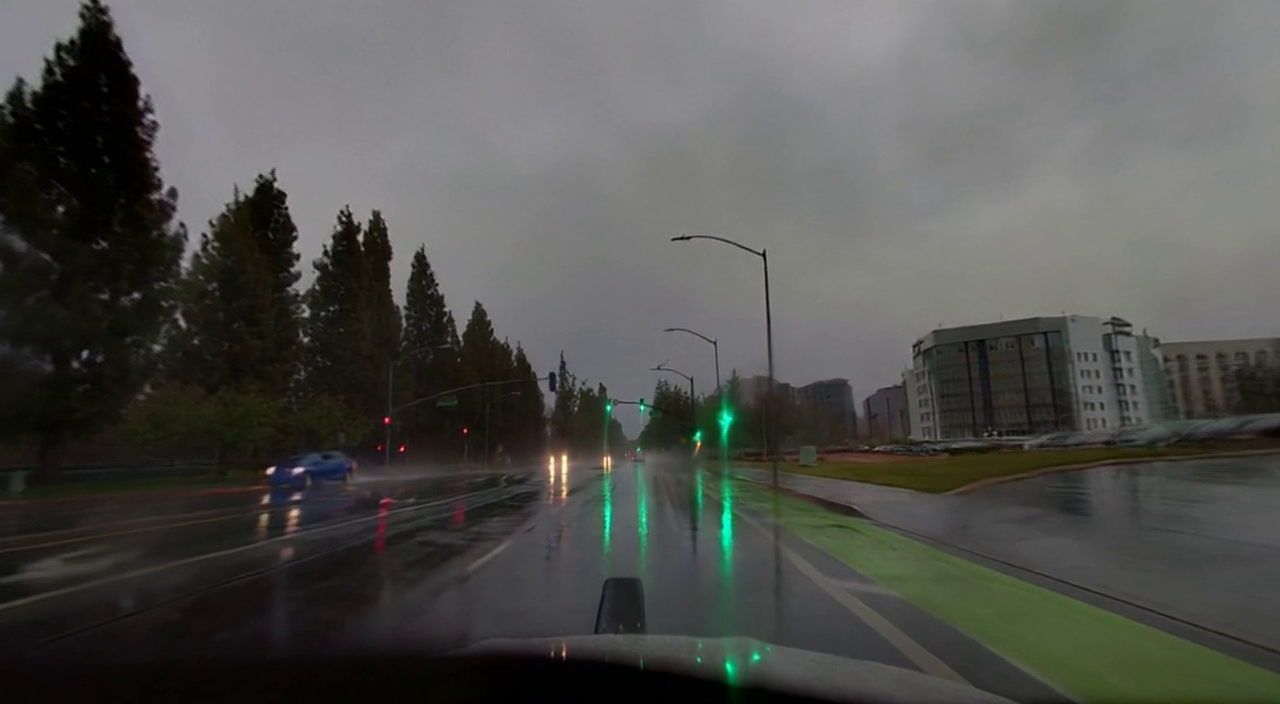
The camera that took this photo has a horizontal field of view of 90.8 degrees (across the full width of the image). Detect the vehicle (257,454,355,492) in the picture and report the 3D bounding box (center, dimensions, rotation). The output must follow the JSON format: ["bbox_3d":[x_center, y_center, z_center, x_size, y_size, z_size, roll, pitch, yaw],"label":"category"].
[{"bbox_3d":[-15.368,5.552,29.386,1.910,1.544,4.387,0,-9,4],"label":"vehicle"}]
